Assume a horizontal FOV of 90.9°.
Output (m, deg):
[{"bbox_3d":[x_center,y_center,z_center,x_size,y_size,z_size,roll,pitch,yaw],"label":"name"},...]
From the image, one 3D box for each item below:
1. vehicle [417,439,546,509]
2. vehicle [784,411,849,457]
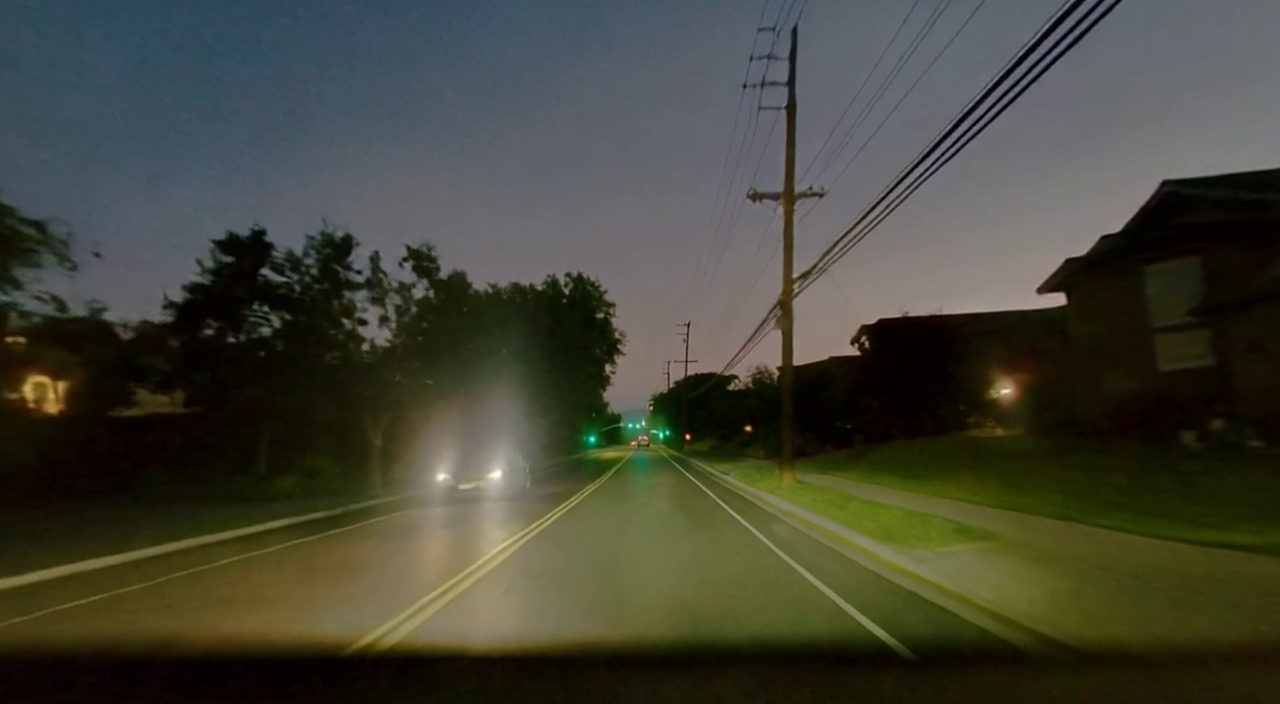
[{"bbox_3d":[-3.747,2.969,15.844,2.028,1.488,4.392,-1,-8,1],"label":"vehicle"},{"bbox_3d":[7.897,3.772,28.674,1.878,1.743,4.556,-6,-9,4],"label":"vehicle"}]
